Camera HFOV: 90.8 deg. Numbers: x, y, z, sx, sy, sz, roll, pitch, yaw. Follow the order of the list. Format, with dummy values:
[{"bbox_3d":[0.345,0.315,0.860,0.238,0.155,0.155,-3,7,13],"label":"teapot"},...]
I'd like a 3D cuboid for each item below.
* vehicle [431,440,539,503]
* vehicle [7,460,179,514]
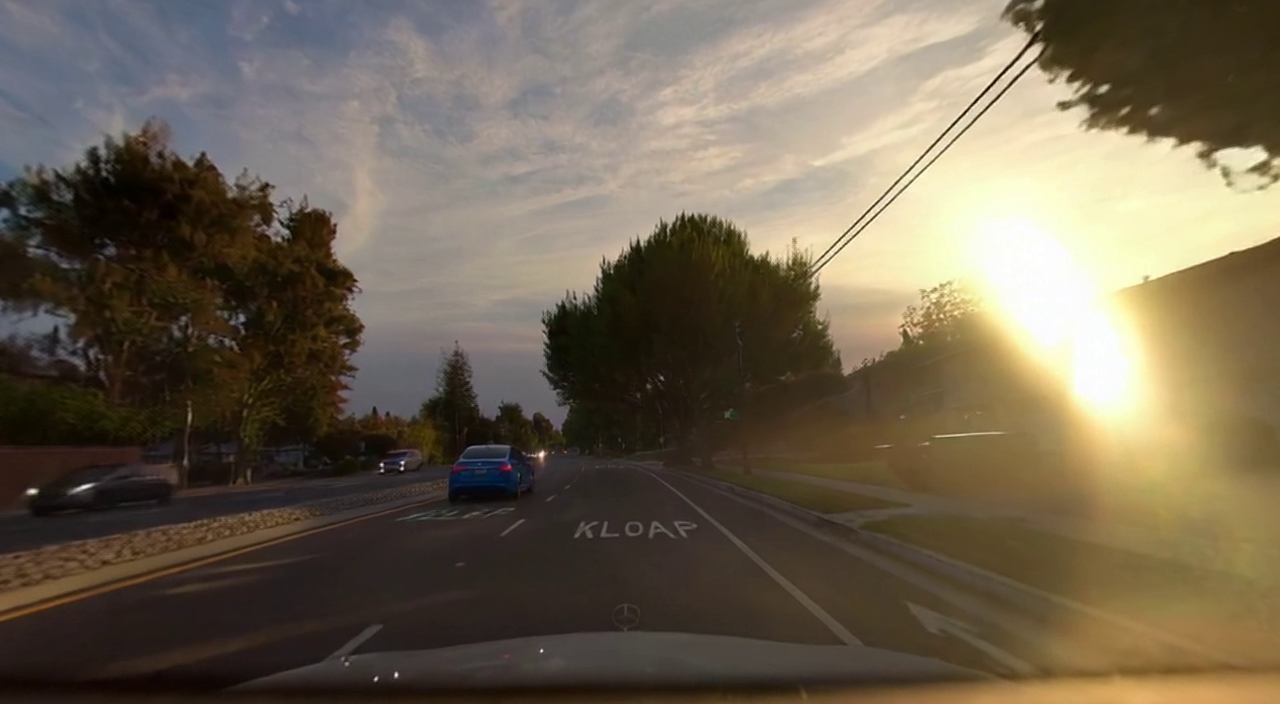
[{"bbox_3d":[-4.183,3.284,17.850,1.980,1.508,4.502,0,-8,-1],"label":"vehicle"},{"bbox_3d":[-17.884,4.391,21.007,1.874,1.494,4.395,0,-9,-2],"label":"vehicle"}]
